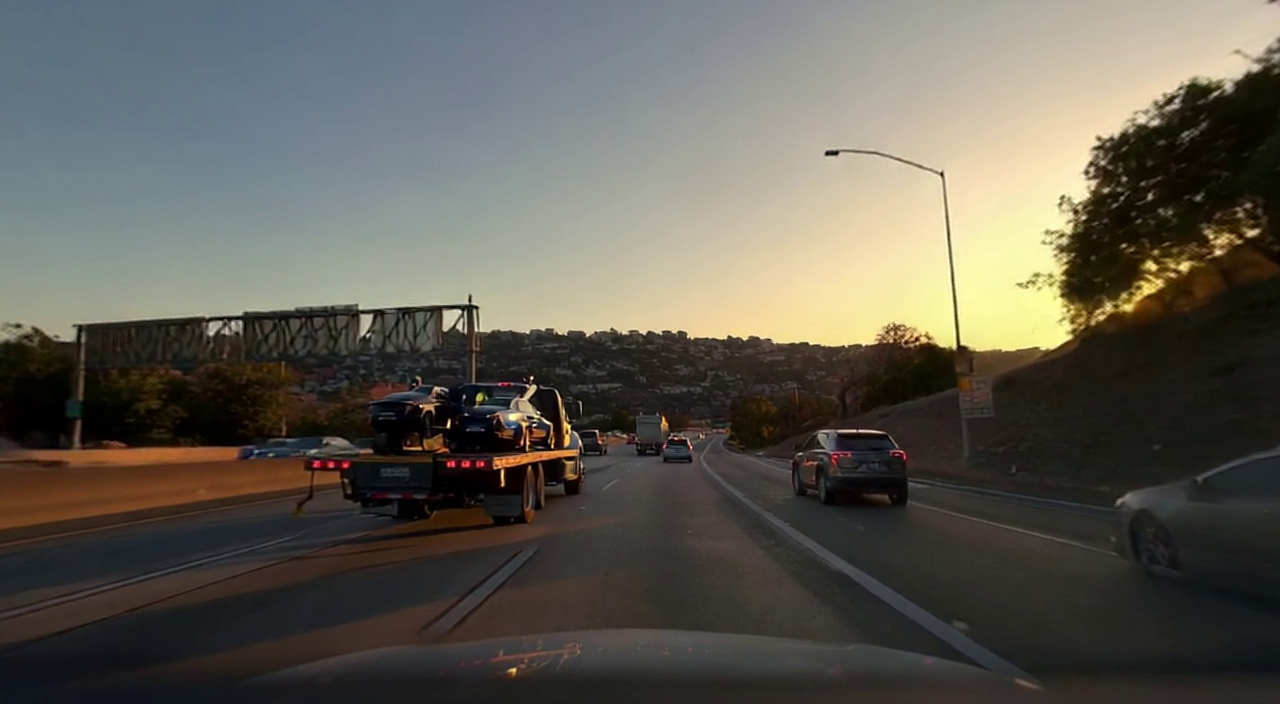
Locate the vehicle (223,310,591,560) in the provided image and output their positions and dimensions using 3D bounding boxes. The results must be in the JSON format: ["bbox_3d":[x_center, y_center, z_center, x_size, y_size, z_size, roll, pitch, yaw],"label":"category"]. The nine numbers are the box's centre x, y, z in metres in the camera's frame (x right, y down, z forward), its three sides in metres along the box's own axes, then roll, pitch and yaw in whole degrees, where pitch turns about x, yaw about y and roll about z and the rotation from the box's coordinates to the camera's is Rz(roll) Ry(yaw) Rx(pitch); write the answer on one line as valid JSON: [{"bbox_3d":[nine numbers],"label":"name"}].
[{"bbox_3d":[-3.158,1.701,12.675,3.162,2.955,10.282,0,-8,2],"label":"vehicle"}]

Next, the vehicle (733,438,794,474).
[{"bbox_3d":[6.006,5.085,31.191,2.075,1.614,4.682,0,-8,0],"label":"vehicle"}]

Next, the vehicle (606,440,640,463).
[{"bbox_3d":[-1.115,6.918,43.973,2.016,1.450,4.310,-1,-8,4],"label":"vehicle"}]

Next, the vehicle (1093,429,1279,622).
[{"bbox_3d":[5.992,1.301,4.594,2.040,1.481,4.260,1,-8,-3],"label":"vehicle"}]

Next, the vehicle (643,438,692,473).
[{"bbox_3d":[1.267,4.728,29.044,2.079,1.499,3.915,0,-8,2],"label":"vehicle"}]

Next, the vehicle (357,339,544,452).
[{"bbox_3d":[-3.147,0.982,11.698,1.893,1.674,4.766,0,-8,1],"label":"vehicle"}]
